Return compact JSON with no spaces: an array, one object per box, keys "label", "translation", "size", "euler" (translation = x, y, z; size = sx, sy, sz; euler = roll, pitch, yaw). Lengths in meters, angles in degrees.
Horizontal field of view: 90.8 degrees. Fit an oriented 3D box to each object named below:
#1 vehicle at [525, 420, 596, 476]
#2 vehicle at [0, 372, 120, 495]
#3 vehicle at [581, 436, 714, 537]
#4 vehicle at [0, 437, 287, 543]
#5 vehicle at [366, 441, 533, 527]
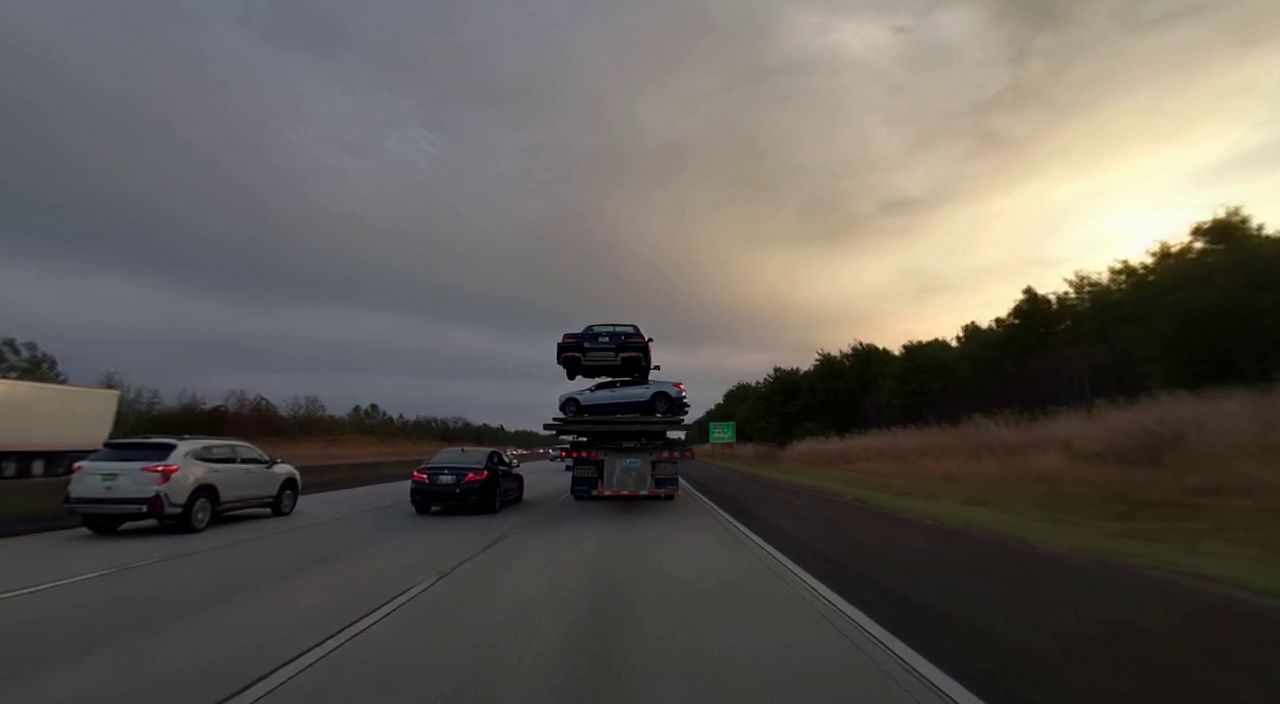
[{"label":"vehicle","translation":[-2.454,3.101,20.319],"size":[2.031,1.594,4.103],"euler":[1,-9,-5]},{"label":"vehicle","translation":[-22.947,2.346,18.683],"size":[2.891,4.067,14.222],"euler":[0,-9,1]},{"label":"vehicle","translation":[0.122,2.302,11.287],"size":[1.991,1.507,3.391],"euler":[0,-9,0]},{"label":"vehicle","translation":[-8.364,2.310,11.169],"size":[1.888,1.507,3.949],"euler":[0,-9,0]},{"label":"vehicle","translation":[-3.672,2.624,13.160],"size":[1.947,1.470,4.526],"euler":[0,-9,2]}]
